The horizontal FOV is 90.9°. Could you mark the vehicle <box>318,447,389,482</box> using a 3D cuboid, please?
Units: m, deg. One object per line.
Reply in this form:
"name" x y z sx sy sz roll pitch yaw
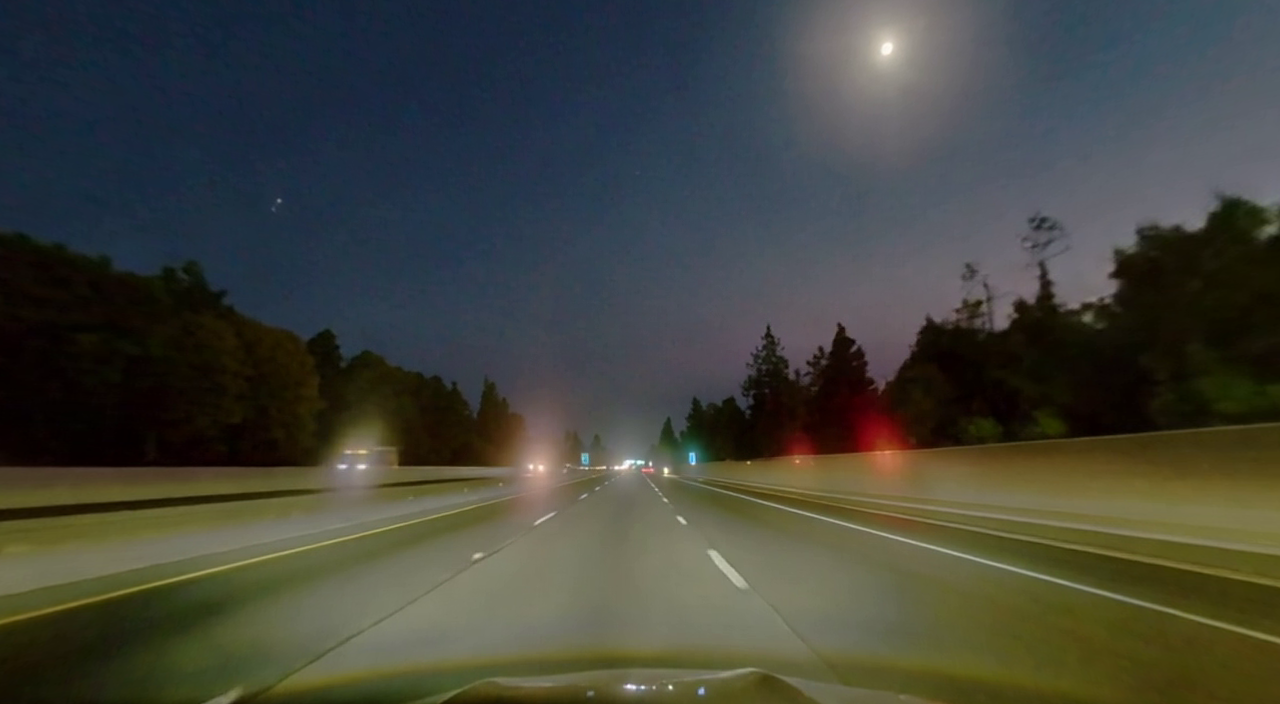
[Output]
"vehicle" -17.159 6.802 38.052 2.024 1.908 4.774 1 -10 0
